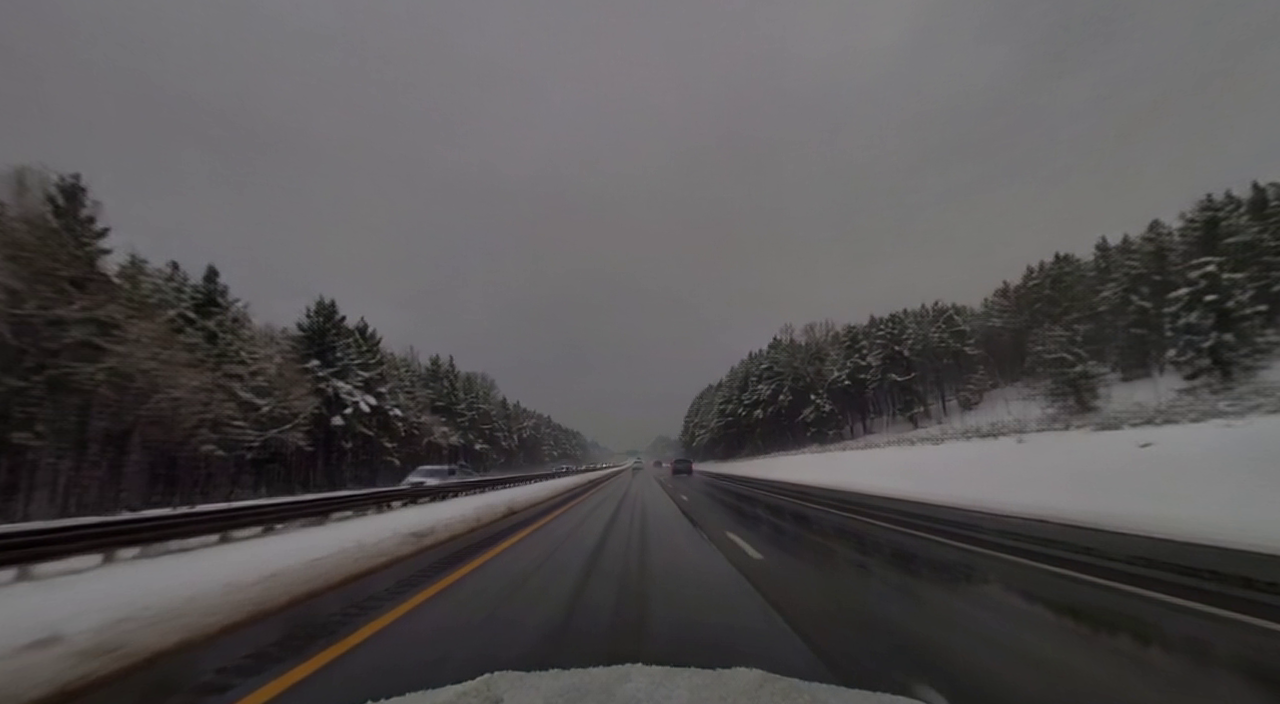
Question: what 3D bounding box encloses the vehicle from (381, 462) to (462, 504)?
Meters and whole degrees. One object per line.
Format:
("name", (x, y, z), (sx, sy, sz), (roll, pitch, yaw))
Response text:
("vehicle", (-7.929, 4.780, 23.215), (1.680, 1.405, 3.585), (1, -10, 0))
